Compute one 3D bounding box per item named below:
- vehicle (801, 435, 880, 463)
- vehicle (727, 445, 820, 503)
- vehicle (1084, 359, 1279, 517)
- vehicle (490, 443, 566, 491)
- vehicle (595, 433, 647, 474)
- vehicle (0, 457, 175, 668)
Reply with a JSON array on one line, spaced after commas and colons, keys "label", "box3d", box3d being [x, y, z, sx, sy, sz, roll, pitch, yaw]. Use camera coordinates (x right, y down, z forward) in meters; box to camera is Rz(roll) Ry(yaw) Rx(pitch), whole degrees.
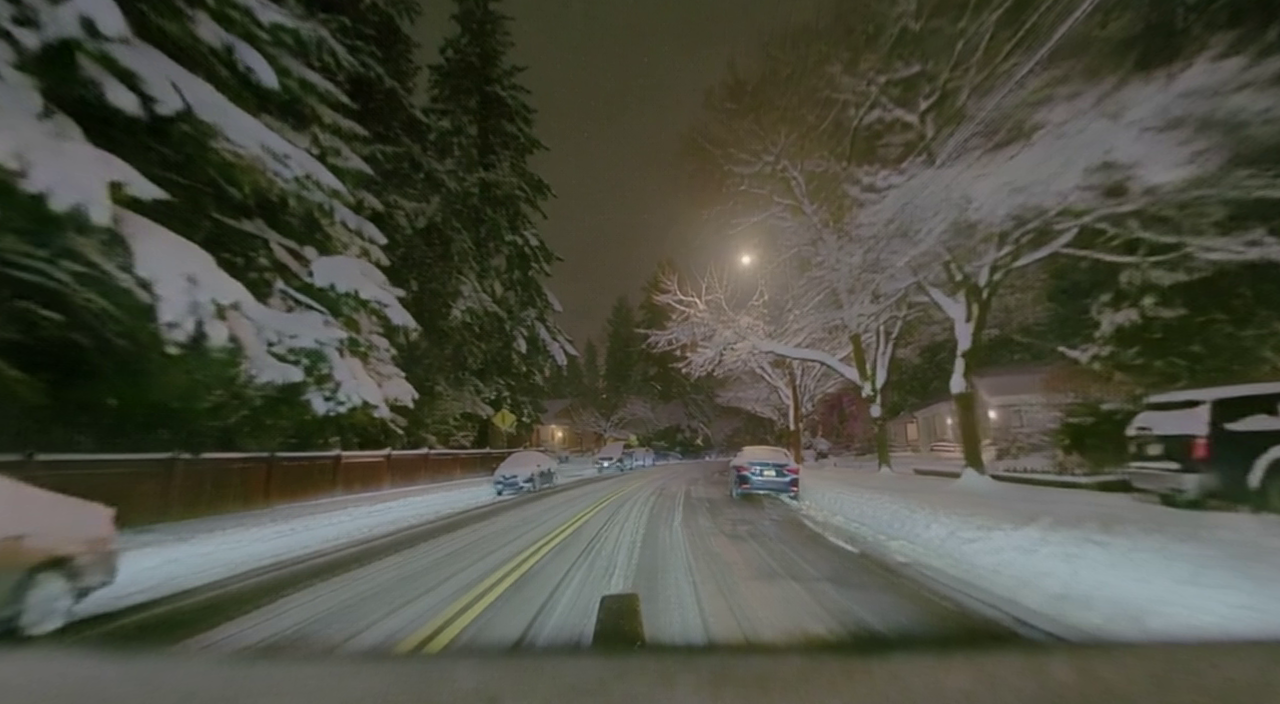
[{"label": "vehicle", "box3d": [14.768, 7.209, 46.733, 5.325, 1.939, 2.150, -3, -9, 16]}, {"label": "vehicle", "box3d": [3.724, 3.462, 18.405, 1.972, 1.460, 4.137, -1, -8, 2]}, {"label": "vehicle", "box3d": [9.406, 1.147, 8.561, 5.009, 1.906, 2.046, -1, -8, 5]}, {"label": "vehicle", "box3d": [-4.440, 4.773, 25.729, 2.005, 1.557, 4.172, -3, -15, 5]}, {"label": "vehicle", "box3d": [-1.271, 7.435, 45.534, 2.334, 2.126, 6.444, -6, -16, 10]}, {"label": "vehicle", "box3d": [-5.853, 1.499, 4.284, 1.972, 1.536, 4.347, -3, -15, 1]}]
